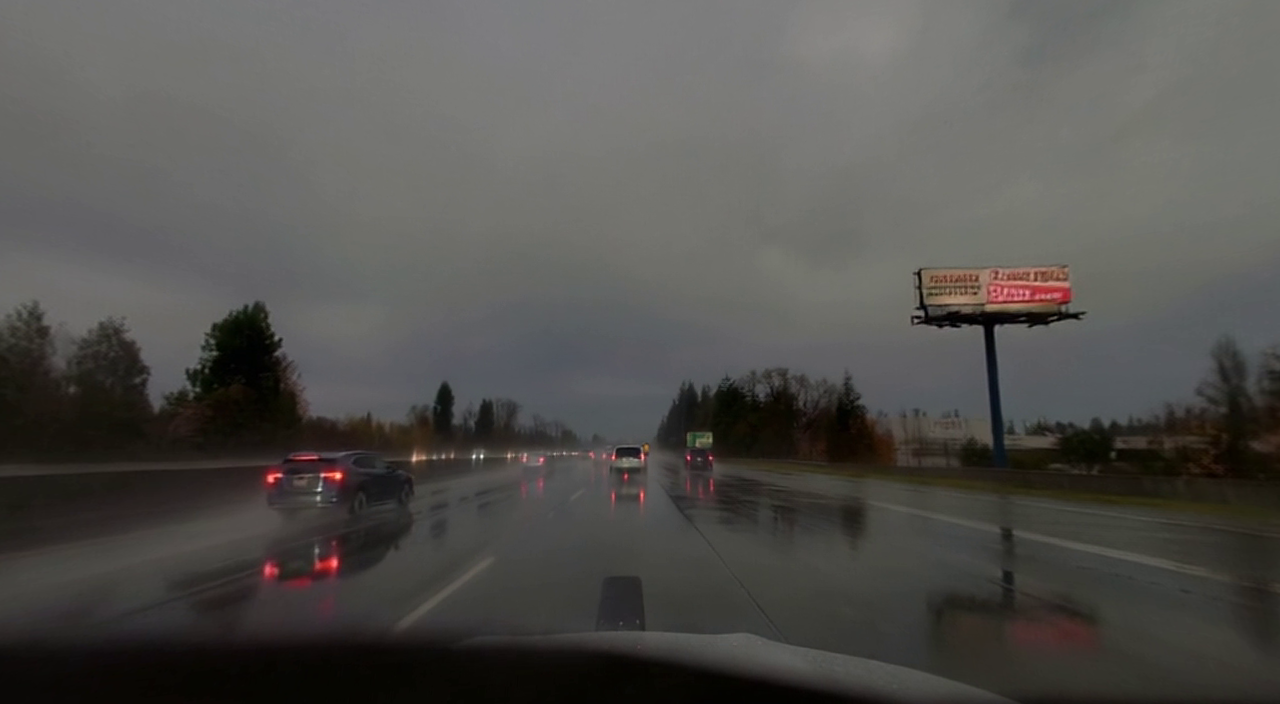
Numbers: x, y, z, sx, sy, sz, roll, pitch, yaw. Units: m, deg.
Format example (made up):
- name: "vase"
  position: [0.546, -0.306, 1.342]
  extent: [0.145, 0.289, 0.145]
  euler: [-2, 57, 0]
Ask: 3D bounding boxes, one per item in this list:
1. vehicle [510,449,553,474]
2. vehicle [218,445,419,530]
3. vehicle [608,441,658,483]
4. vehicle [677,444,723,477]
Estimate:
- name: "vehicle"
  position: [-6.893, 7.033, 40.556]
  extent: [1.892, 1.468, 4.792]
  euler: [0, -9, 0]
- name: "vehicle"
  position: [-6.656, 2.816, 13.807]
  extent: [1.918, 1.509, 4.736]
  euler: [0, -9, 0]
- name: "vehicle"
  position: [-0.311, 4.998, 28.994]
  extent: [2.127, 1.749, 4.776]
  euler: [0, -9, 0]
- name: "vehicle"
  position: [3.251, 5.962, 34.859]
  extent: [1.925, 1.716, 4.378]
  euler: [0, -9, -2]
